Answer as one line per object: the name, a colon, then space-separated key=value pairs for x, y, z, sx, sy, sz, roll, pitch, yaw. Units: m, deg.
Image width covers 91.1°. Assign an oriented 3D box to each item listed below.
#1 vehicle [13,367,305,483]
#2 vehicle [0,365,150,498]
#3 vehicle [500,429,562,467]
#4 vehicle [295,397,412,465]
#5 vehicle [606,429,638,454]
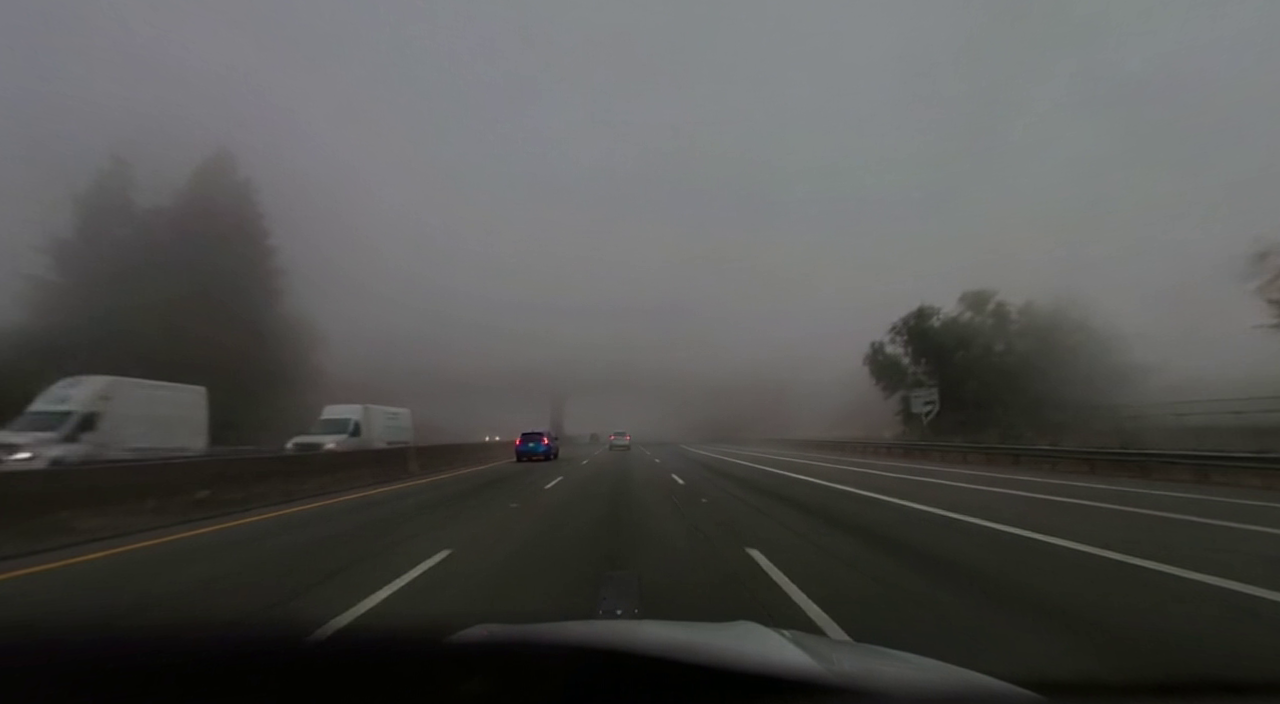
vehicle: x=-20.710 y=3.486 z=29.197 sx=2.851 sy=4.082 sz=13.788 roll=0 pitch=-8 yaw=-1
vehicle: x=-20.596 y=2.641 z=20.983 sx=3.146 sy=3.920 sz=6.327 roll=1 pitch=-7 yaw=-1
vehicle: x=-4.807 y=4.299 z=28.386 sx=2.017 sy=1.537 sz=4.496 roll=0 pitch=-8 yaw=0
vehicle: x=-16.603 y=4.715 z=37.330 sx=2.942 sy=3.572 sz=8.438 roll=0 pitch=-8 yaw=0
vehicle: x=-1.182 y=6.107 z=42.851 sx=2.116 sy=1.625 sz=4.004 roll=0 pitch=-8 yaw=0
